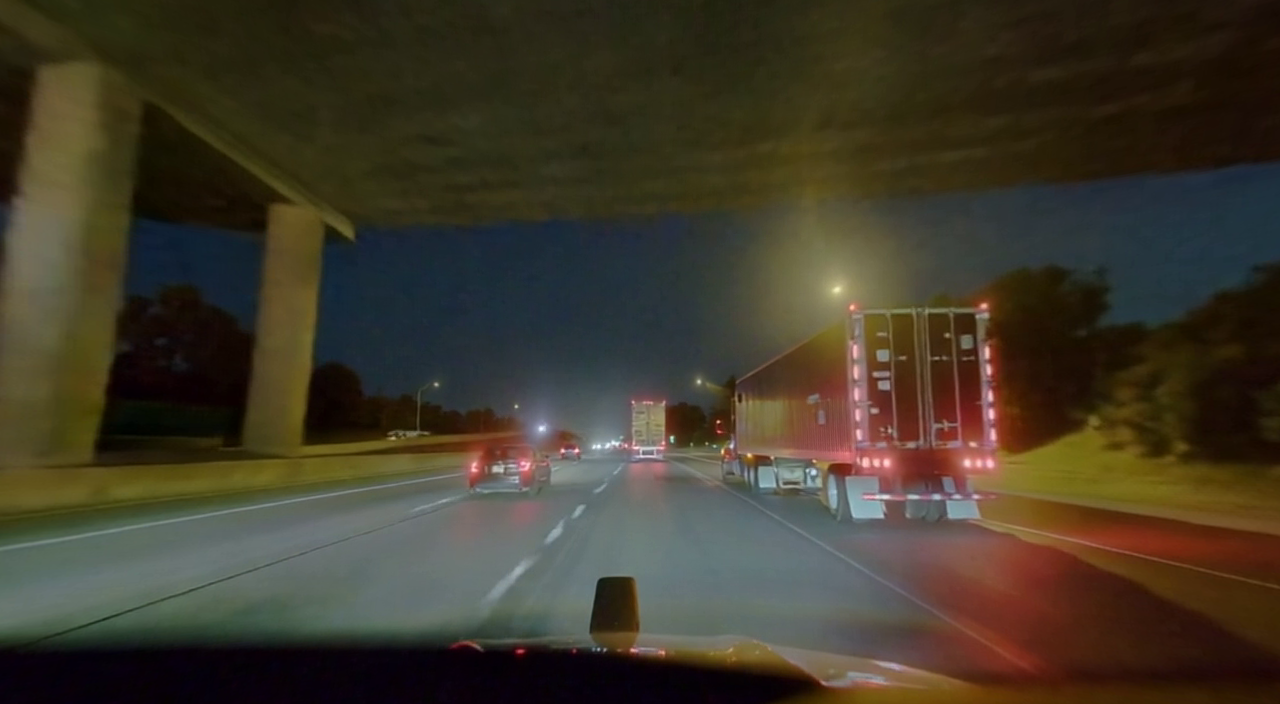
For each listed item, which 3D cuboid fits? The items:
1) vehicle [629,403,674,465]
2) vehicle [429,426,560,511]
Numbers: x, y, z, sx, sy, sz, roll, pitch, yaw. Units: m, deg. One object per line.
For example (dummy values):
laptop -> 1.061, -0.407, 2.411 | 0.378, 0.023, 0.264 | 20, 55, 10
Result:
vehicle -> 0.851, 6.166, 46.856 | 2.964, 4.063, 10.072 | 0, -8, 1
vehicle -> -3.272, 2.733, 15.302 | 2.077, 1.716, 4.514 | 0, -8, 0
